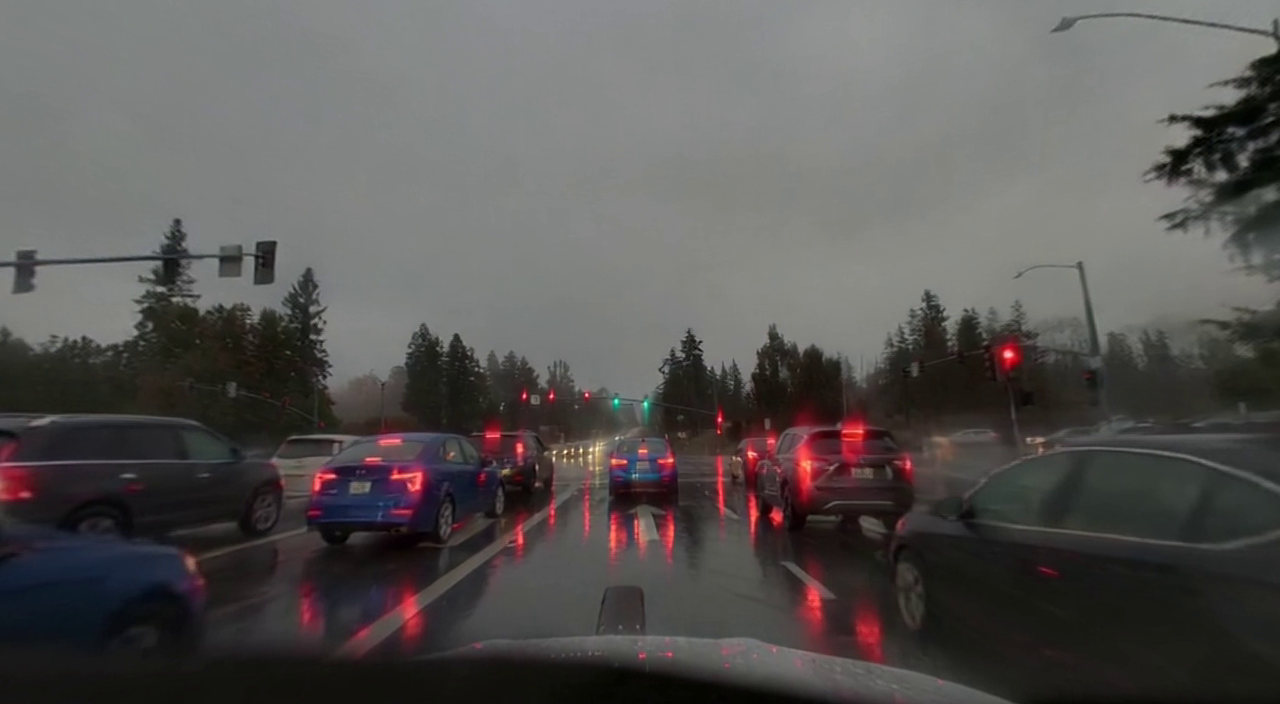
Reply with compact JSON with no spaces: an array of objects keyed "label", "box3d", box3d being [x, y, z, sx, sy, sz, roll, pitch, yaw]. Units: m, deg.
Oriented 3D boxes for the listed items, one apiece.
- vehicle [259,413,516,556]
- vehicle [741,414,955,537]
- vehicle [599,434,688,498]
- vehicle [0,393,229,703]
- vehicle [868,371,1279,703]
[{"label":"vehicle","box3d":[-3.399,1.891,9.676,2.034,1.655,4.465,0,-9,1]},{"label":"vehicle","box3d":[3.249,2.057,11.037,2.178,1.691,4.314,0,-9,-1]},{"label":"vehicle","box3d":[0.038,3.019,17.064,2.114,1.482,4.056,0,-9,-1]},{"label":"vehicle","box3d":[-3.230,0.713,0.993,2.139,1.478,4.510,0,-9,0]},{"label":"vehicle","box3d":[2.796,0.933,2.647,2.002,1.474,4.528,0,-9,0]}]
